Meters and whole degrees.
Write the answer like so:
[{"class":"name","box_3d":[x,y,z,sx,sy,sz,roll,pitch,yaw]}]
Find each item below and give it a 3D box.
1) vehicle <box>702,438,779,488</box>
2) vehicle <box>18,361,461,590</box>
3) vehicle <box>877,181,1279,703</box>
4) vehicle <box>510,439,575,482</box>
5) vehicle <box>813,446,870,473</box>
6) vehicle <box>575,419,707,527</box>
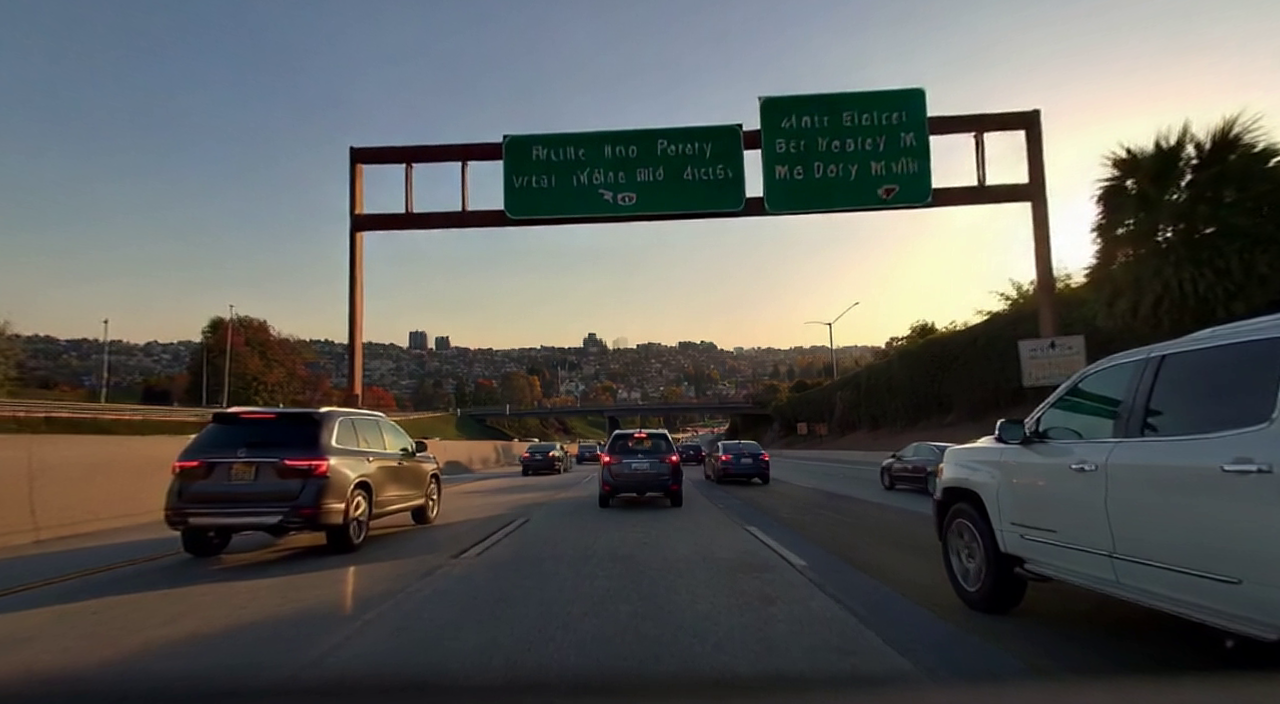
[{"class":"vehicle","box_3d":[3.546,4.025,23.124,2.022,1.633,4.651,1,-9,-1]},{"class":"vehicle","box_3d":[-4.573,1.589,8.920,2.212,2.101,6.052,0,-9,0]},{"class":"vehicle","box_3d":[3.476,0.695,3.439,2.300,2.242,5.327,0,-9,0]},{"class":"vehicle","box_3d":[-4.106,4.649,27.257,1.982,1.655,4.604,0,-9,1]},{"class":"vehicle","box_3d":[12.169,6.506,38.344,1.797,1.557,4.653,1,-9,-2]},{"class":"vehicle","box_3d":[0.040,2.320,12.588,2.181,1.756,4.167,0,-9,0]}]
